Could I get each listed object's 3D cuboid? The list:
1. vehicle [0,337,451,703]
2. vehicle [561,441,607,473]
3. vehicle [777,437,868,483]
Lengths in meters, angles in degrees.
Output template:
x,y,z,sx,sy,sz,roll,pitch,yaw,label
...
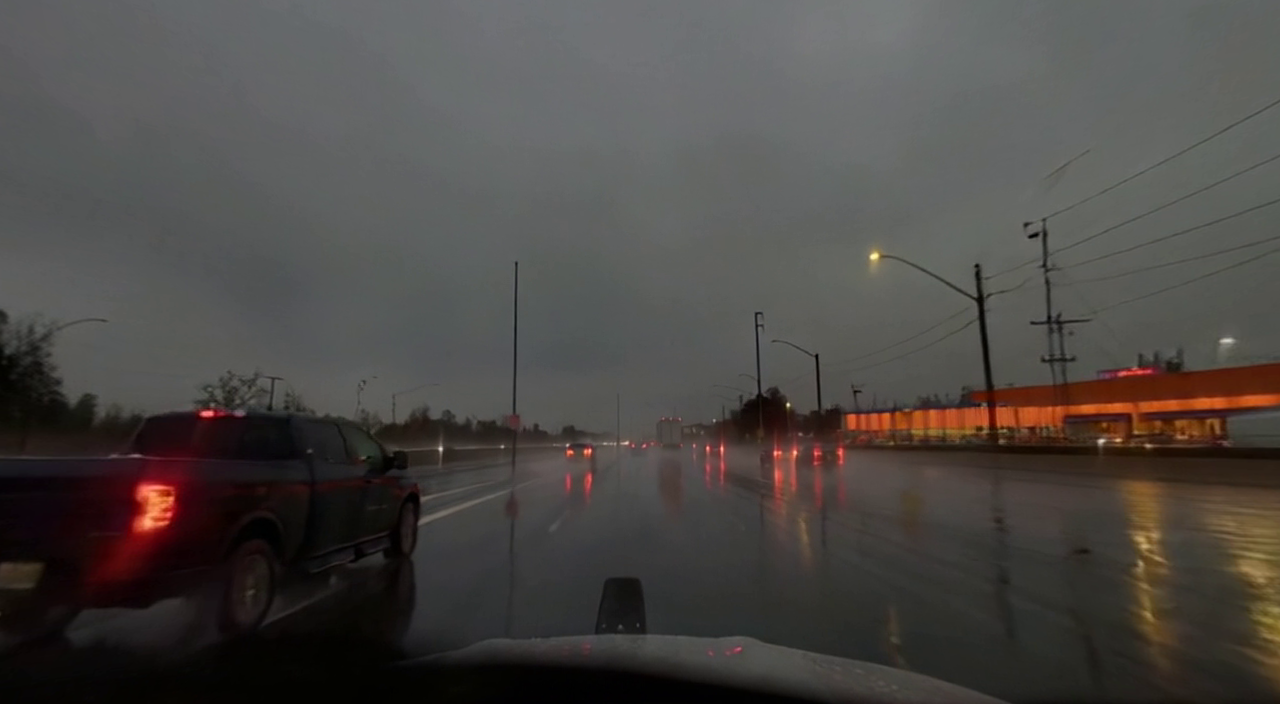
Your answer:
x,y,z,sx,sy,sz,roll,pitch,yaw,label
-3.349,1.163,5.060,2.130,1.799,4.583,0,-9,1,vehicle
-2.782,5.310,32.006,1.929,1.521,4.097,0,-9,0,vehicle
6.559,3.932,23.176,1.980,1.501,4.433,0,-8,-1,vehicle
